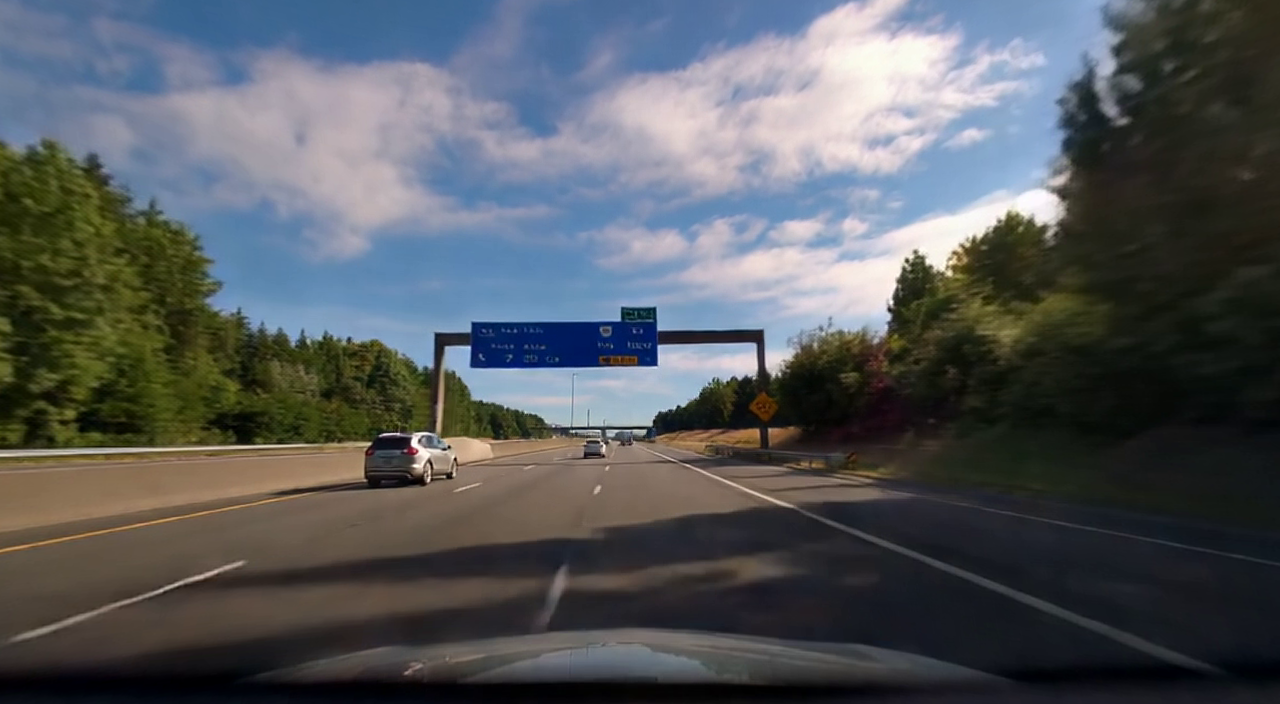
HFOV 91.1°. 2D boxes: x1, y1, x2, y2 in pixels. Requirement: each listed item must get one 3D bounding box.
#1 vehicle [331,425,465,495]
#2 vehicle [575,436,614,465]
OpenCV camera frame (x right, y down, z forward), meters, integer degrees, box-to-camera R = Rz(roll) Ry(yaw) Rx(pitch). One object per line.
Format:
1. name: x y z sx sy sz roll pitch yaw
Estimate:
1. vehicle: -6.612 2.981 17.843 2.111 1.689 4.505 0 -8 -2
2. vehicle: -2.522 5.584 35.978 2.010 1.534 4.013 0 -8 -1
